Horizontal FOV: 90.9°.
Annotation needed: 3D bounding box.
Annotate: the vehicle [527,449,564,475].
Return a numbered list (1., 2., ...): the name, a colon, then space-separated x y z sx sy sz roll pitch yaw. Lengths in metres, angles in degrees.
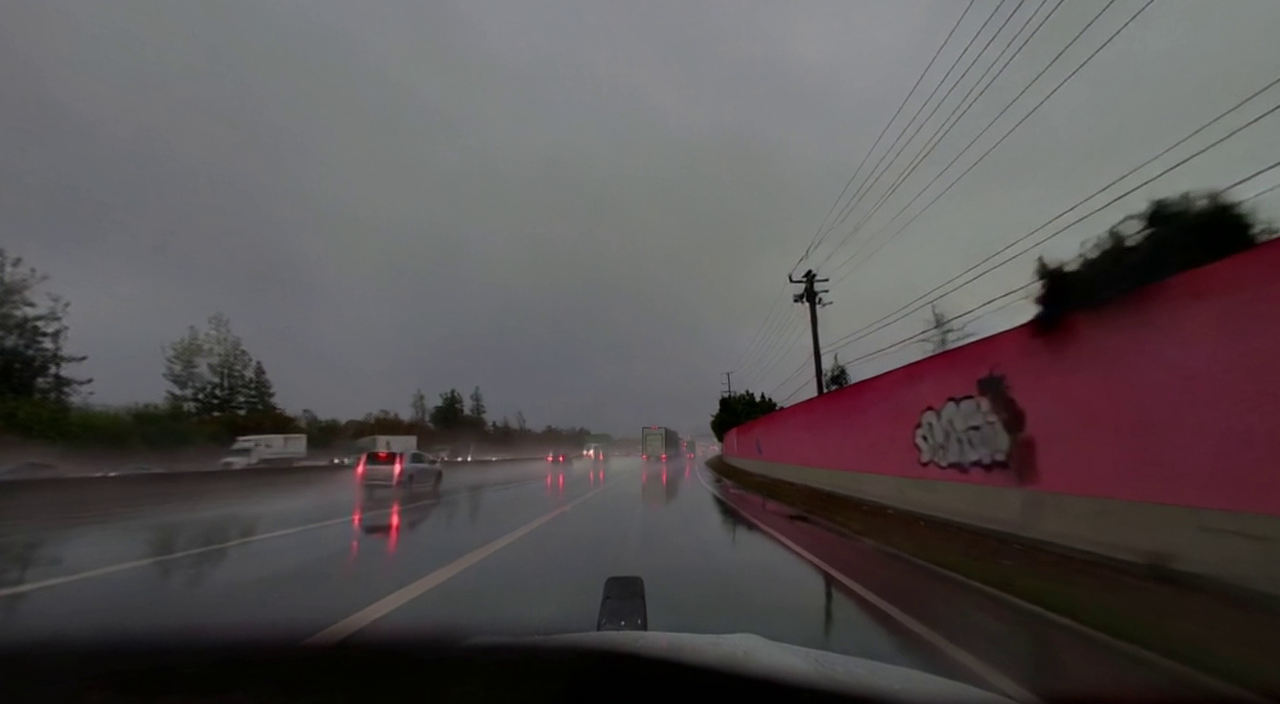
1. vehicle: -5.779 6.793 38.988 1.708 1.489 2.840 -1 -9 3

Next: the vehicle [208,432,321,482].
1. vehicle: -25.722 7.249 43.710 2.532 3.078 7.751 -1 -9 5

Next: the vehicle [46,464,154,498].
1. vehicle: -26.822 6.386 31.461 1.758 1.424 3.929 -1 -9 3

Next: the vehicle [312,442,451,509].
1. vehicle: -6.706 3.229 16.860 1.966 1.565 3.766 -1 -9 3
